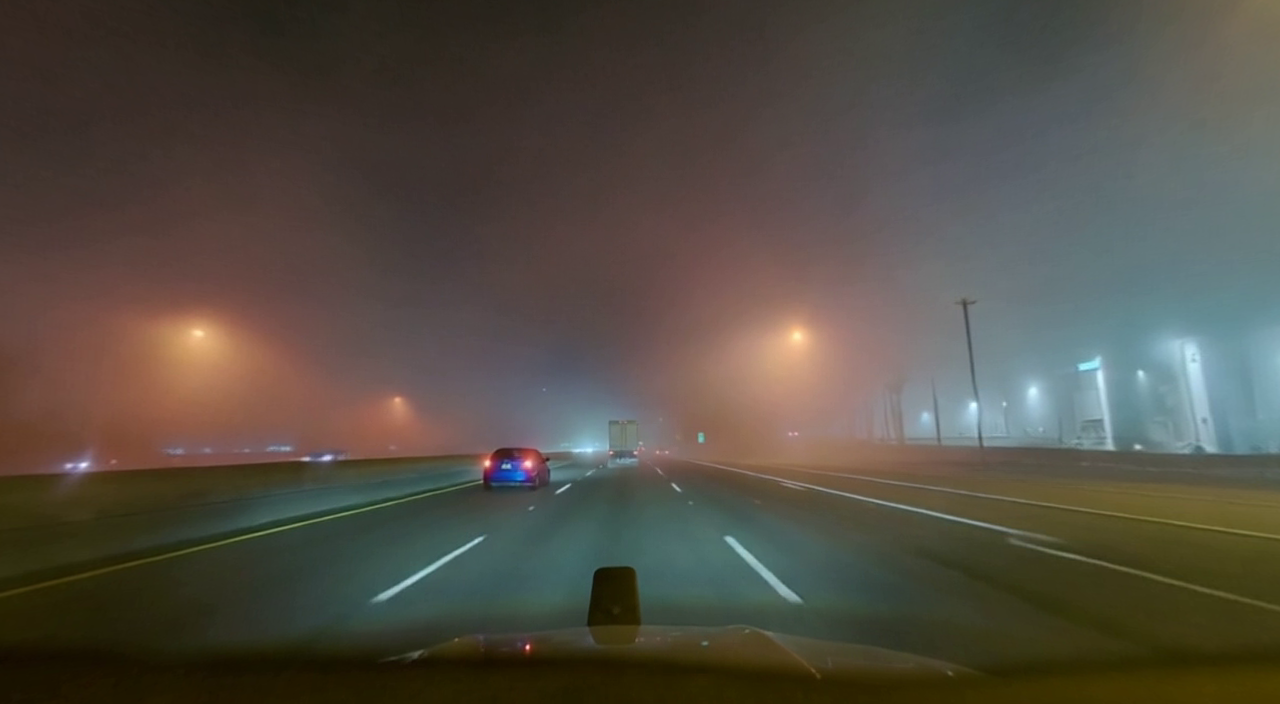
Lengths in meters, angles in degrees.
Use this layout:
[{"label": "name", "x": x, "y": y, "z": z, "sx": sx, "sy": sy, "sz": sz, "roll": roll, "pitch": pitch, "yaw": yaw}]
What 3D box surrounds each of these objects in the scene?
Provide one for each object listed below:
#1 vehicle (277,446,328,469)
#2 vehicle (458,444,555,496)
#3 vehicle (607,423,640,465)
[{"label": "vehicle", "x": -24.690, "y": 7.688, "z": 46.405, "sx": 1.730, "sy": 1.556, "sz": 3.993, "roll": 0, "pitch": -8, "yaw": -4}, {"label": "vehicle", "x": -4.000, "y": 3.599, "z": 19.740, "sx": 2.097, "sy": 1.447, "sz": 4.291, "roll": 0, "pitch": -8, "yaw": 0}, {"label": "vehicle", "x": -1.248, "y": 6.989, "z": 47.848, "sx": 2.364, "sy": 2.953, "sz": 6.495, "roll": 0, "pitch": -8, "yaw": -1}]
